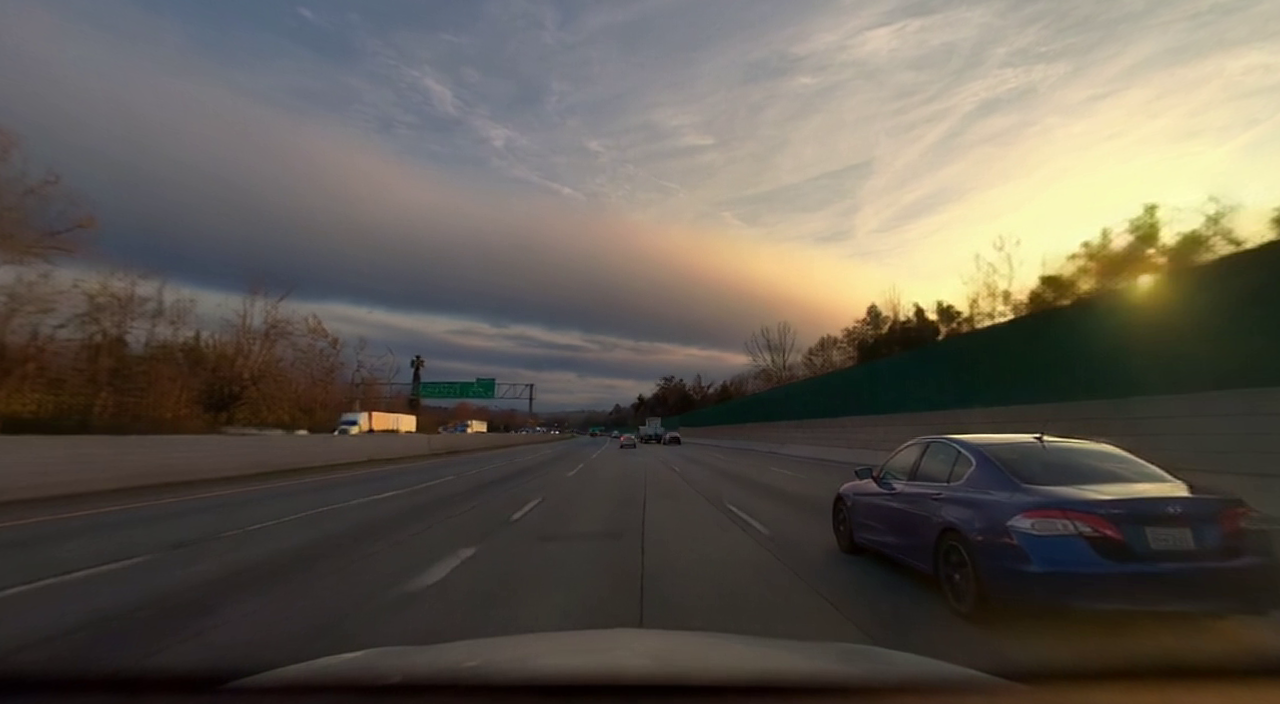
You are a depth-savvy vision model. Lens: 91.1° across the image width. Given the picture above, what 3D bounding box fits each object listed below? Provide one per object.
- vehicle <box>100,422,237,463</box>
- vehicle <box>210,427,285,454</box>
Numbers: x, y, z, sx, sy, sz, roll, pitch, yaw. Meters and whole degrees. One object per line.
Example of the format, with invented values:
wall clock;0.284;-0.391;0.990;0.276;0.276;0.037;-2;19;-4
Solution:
vehicle;-18.807;3.640;25.416;1.964;1.502;4.665;0;-8;0
vehicle;-22.392;5.066;36.073;1.802;1.481;3.958;0;-8;-1
